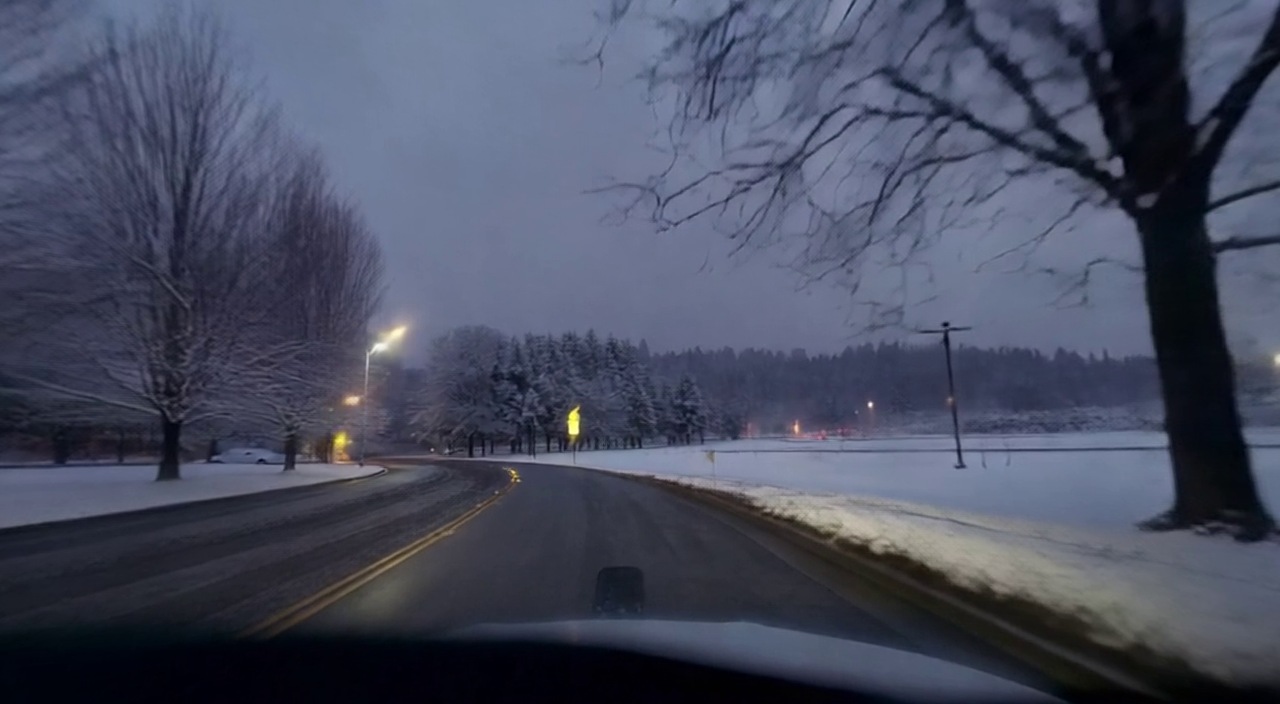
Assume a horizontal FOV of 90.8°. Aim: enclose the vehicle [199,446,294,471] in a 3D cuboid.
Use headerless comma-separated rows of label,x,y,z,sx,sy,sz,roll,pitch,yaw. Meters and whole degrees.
vehicle,-30.049,8.162,48.448,5.613,1.775,2.357,3,-9,-16
